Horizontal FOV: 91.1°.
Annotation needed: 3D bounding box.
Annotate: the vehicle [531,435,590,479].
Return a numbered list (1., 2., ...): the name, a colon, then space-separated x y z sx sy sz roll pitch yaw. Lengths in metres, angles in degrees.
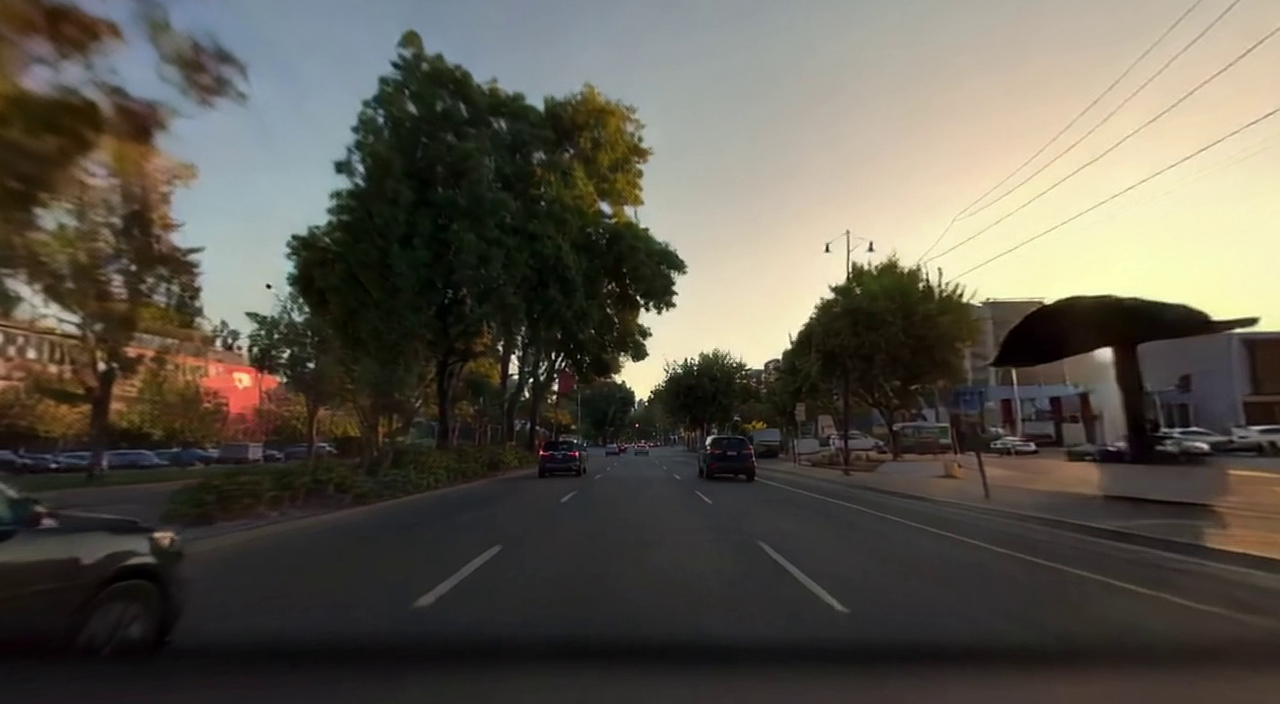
1. vehicle: -3.448 4.659 28.102 2.014 1.775 4.404 0 -9 0

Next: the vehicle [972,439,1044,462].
1. vehicle: 27.918 7.488 47.732 4.126 1.642 2.073 0 -9 -5

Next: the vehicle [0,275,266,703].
1. vehicle: -3.521 0.555 1.529 2.210 1.925 4.838 0 -9 0

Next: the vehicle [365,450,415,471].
1. vehicle: -19.503 8.480 49.156 1.993 1.483 4.533 0 -9 1

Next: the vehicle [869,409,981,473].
1. vehicle: 16.016 5.156 35.972 2.919 3.125 7.218 2 -9 -1

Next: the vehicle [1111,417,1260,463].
1. vehicle: 29.044 4.768 33.615 5.686 2.220 2.112 -1 -11 2

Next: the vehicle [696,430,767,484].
1. vehicle: 3.454 4.096 24.678 2.024 1.921 4.431 0 -9 -1
